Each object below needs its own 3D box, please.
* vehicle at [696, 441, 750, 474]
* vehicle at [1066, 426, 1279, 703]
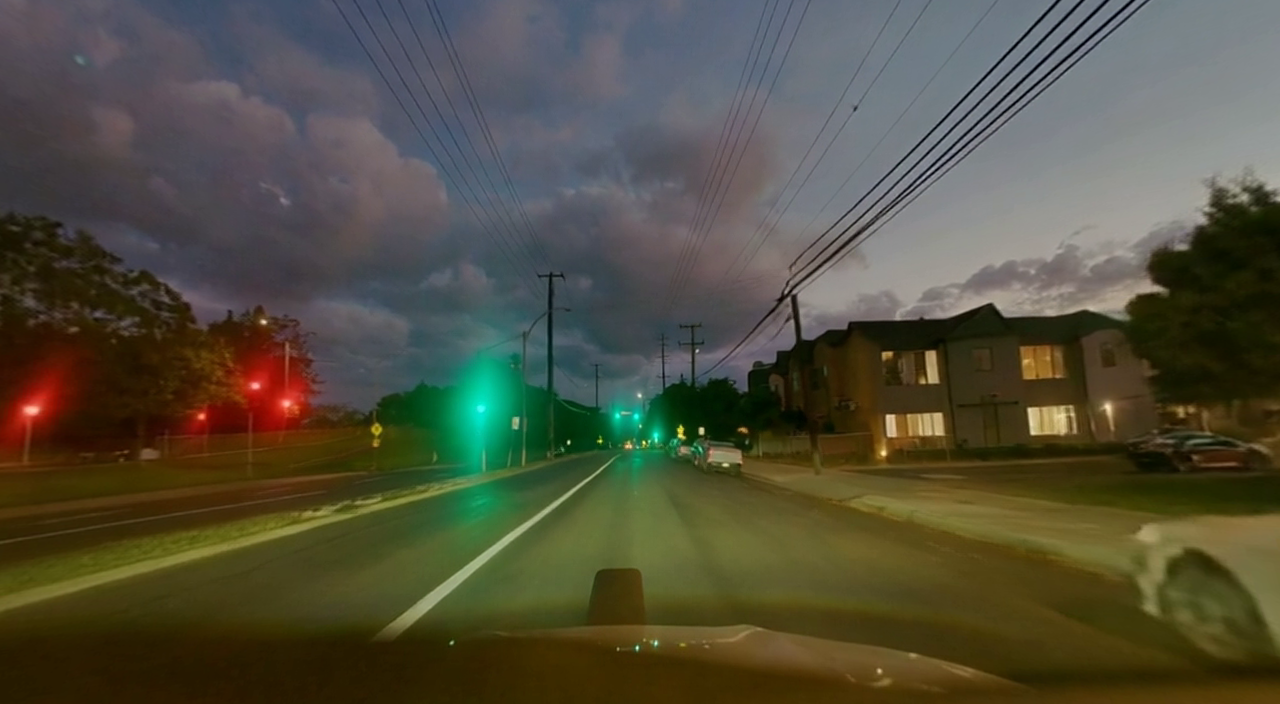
[{"bbox_3d":[3.855,4.994,30.114,1.785,1.441,4.458,0,-8,-2],"label":"vehicle"},{"bbox_3d":[4.101,0.958,2.244,1.994,1.422,4.595,0,-8,0],"label":"vehicle"}]
